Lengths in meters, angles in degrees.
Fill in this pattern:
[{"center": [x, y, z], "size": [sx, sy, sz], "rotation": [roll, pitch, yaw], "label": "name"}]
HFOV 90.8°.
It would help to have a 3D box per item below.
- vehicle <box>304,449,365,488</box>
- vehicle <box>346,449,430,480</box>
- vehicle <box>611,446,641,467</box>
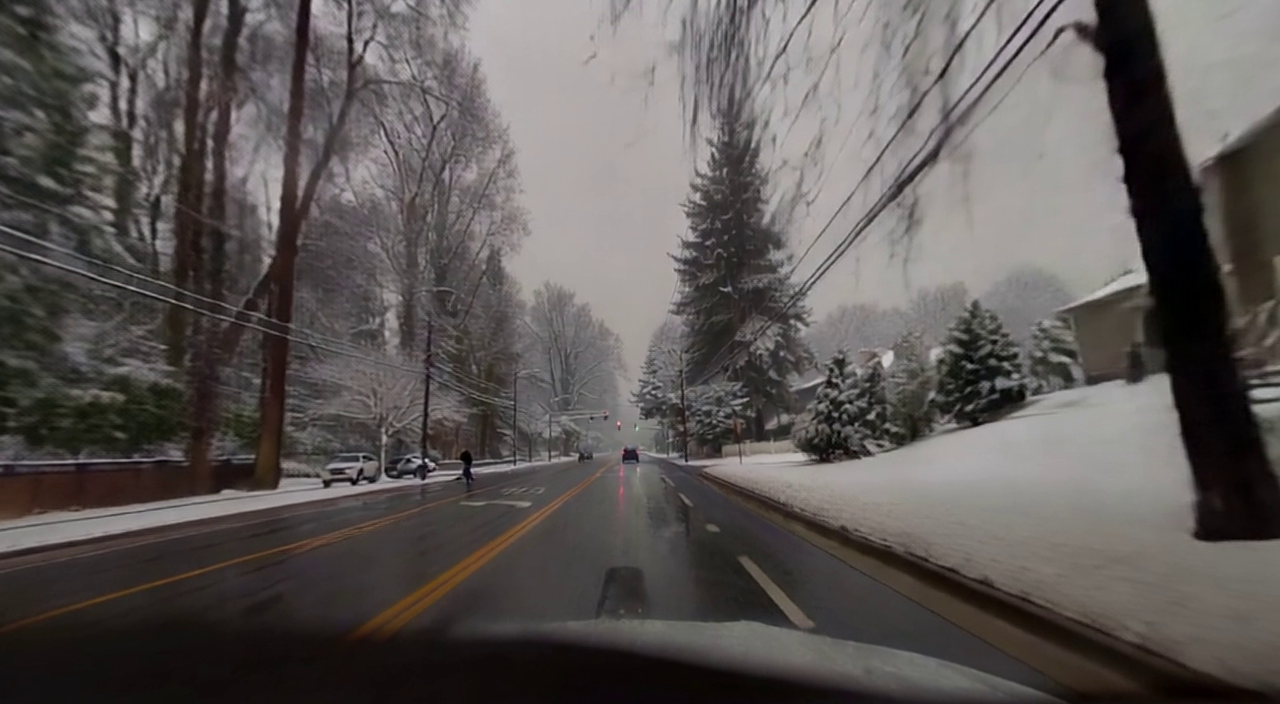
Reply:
[{"center": [-16.824, 6.355, 35.115], "size": [2.378, 1.922, 5.801], "rotation": [3, -9, -20], "label": "vehicle"}, {"center": [-16.261, 7.266, 40.931], "size": [2.043, 1.803, 4.631], "rotation": [-11, -13, 37], "label": "vehicle"}, {"center": [-1.010, 7.638, 46.327], "size": [2.104, 1.500, 3.815], "rotation": [1, -9, -2], "label": "vehicle"}]
